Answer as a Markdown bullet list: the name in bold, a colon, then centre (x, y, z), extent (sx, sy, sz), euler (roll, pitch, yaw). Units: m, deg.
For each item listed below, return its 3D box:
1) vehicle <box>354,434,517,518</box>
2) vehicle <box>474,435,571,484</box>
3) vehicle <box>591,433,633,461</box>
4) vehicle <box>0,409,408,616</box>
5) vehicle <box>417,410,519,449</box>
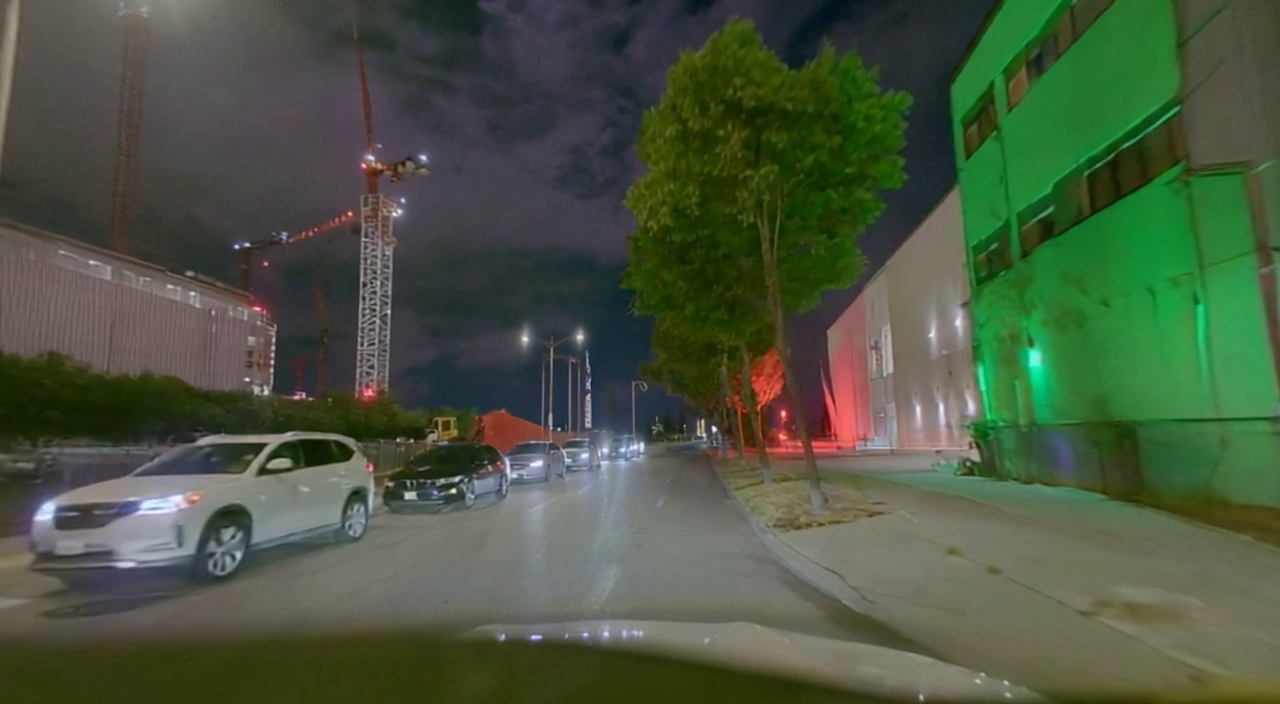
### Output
- **vehicle**: centre (-4.012, 2.455, 13.116), extent (1.806, 1.451, 3.878), euler (-1, -8, 5)
- **vehicle**: centre (-3.649, 3.419, 20.514), extent (1.996, 1.411, 4.370), euler (-1, -8, 5)
- **vehicle**: centre (-1.654, 5.824, 38.937), extent (1.980, 1.635, 4.153), euler (-1, -8, 6)
- **vehicle**: centre (-4.511, 1.546, 7.122), extent (1.913, 1.620, 3.982), euler (-1, -8, 6)
- **vehicle**: centre (-11.269, 5.103, 41.484), extent (6.039, 2.449, 2.273), euler (-2, -8, 10)
